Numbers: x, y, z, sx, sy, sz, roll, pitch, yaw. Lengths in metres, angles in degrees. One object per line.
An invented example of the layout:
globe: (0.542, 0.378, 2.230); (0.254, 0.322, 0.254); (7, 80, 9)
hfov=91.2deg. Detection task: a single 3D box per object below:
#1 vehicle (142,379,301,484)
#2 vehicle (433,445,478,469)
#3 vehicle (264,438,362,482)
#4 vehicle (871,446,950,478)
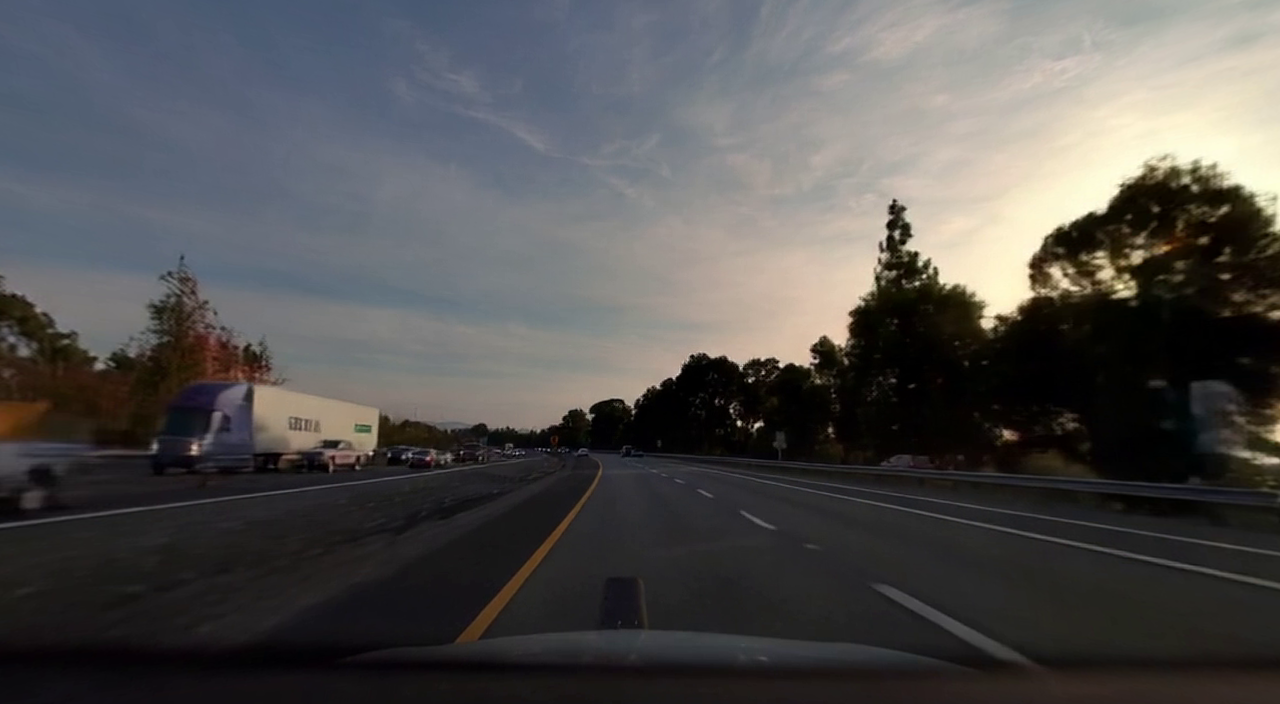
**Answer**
vehicle: (-18.538, 3.683, 28.417); (3.030, 4.192, 6.164); (1, -9, -4)
vehicle: (-12.757, 7.273, 43.566); (1.881, 1.515, 4.661); (0, -9, -3)
vehicle: (-13.079, 4.341, 25.349); (1.865, 1.583, 4.097); (0, -9, -3)
vehicle: (16.171, 6.579, 37.763); (2.020, 1.738, 4.549); (1, -9, -11)
